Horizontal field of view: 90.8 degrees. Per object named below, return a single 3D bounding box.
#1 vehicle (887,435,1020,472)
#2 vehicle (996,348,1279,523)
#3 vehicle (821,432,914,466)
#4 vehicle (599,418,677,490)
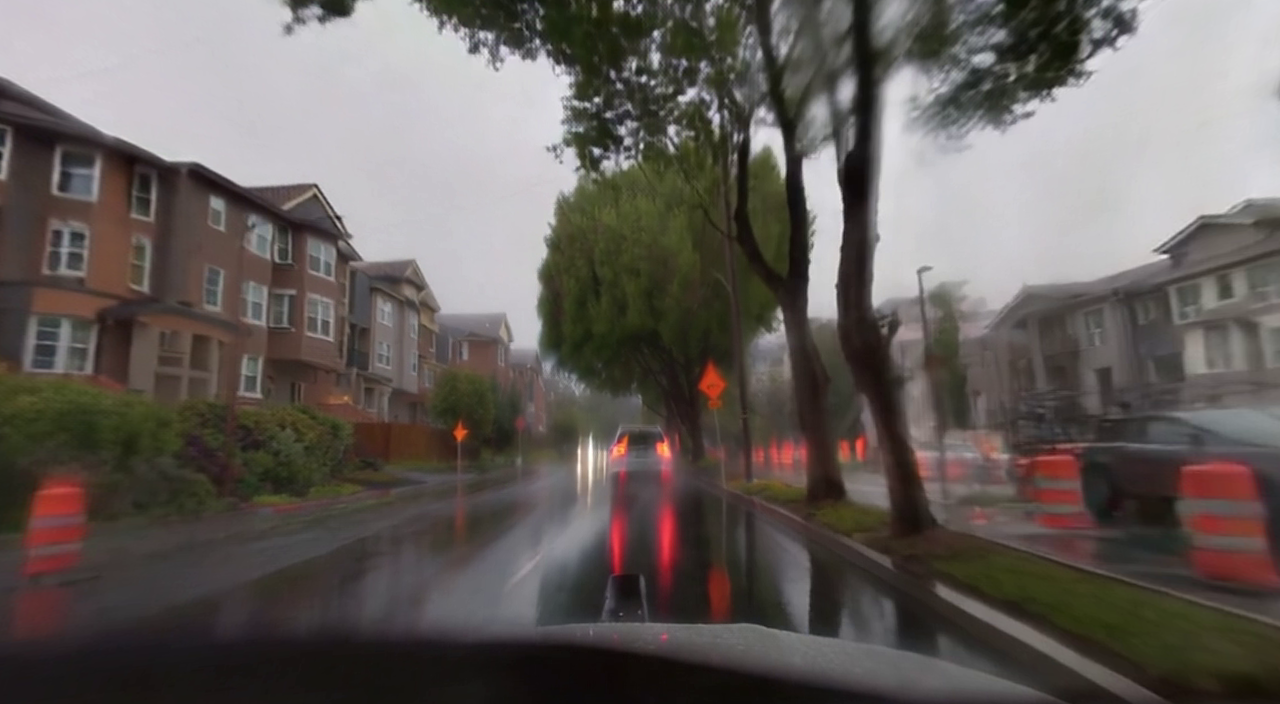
[{"bbox_3d":[13.070,4.267,26.627,4.567,1.448,1.890,-1,-9,7],"label":"vehicle"},{"bbox_3d":[9.601,1.624,11.301,2.253,2.306,6.753,0,-10,-2],"label":"vehicle"},{"bbox_3d":[11.325,4.837,31.557,3.835,1.584,1.893,1,-9,-8],"label":"vehicle"},{"bbox_3d":[-0.107,3.274,20.418,2.169,2.015,5.206,0,-9,-1],"label":"vehicle"}]
